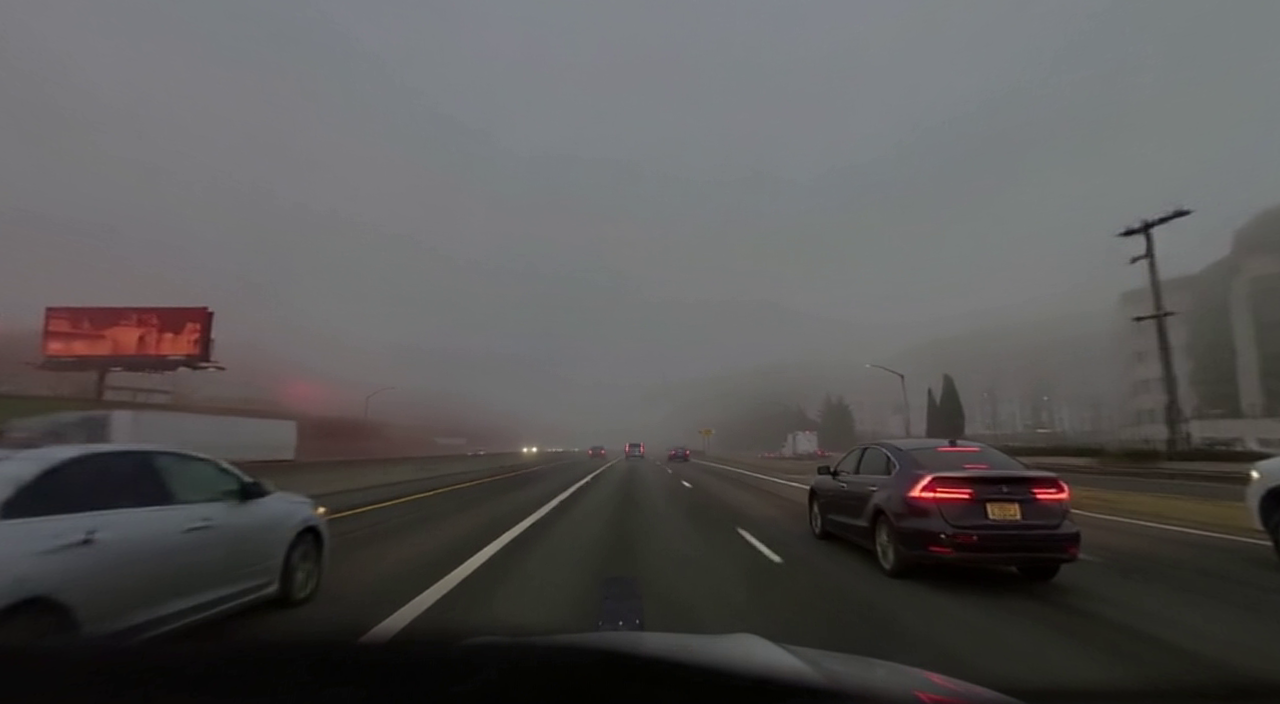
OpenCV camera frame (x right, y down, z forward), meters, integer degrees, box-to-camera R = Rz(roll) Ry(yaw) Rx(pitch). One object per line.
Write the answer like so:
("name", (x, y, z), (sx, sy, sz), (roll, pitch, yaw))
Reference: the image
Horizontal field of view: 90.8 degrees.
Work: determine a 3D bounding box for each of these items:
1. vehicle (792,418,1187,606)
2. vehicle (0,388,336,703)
("vehicle", (3.396, 1.641, 7.442), (1.987, 1.509, 4.512), (0, -9, -1))
("vehicle", (-3.360, 0.964, 2.747), (1.879, 1.526, 4.483), (0, -9, -1))
